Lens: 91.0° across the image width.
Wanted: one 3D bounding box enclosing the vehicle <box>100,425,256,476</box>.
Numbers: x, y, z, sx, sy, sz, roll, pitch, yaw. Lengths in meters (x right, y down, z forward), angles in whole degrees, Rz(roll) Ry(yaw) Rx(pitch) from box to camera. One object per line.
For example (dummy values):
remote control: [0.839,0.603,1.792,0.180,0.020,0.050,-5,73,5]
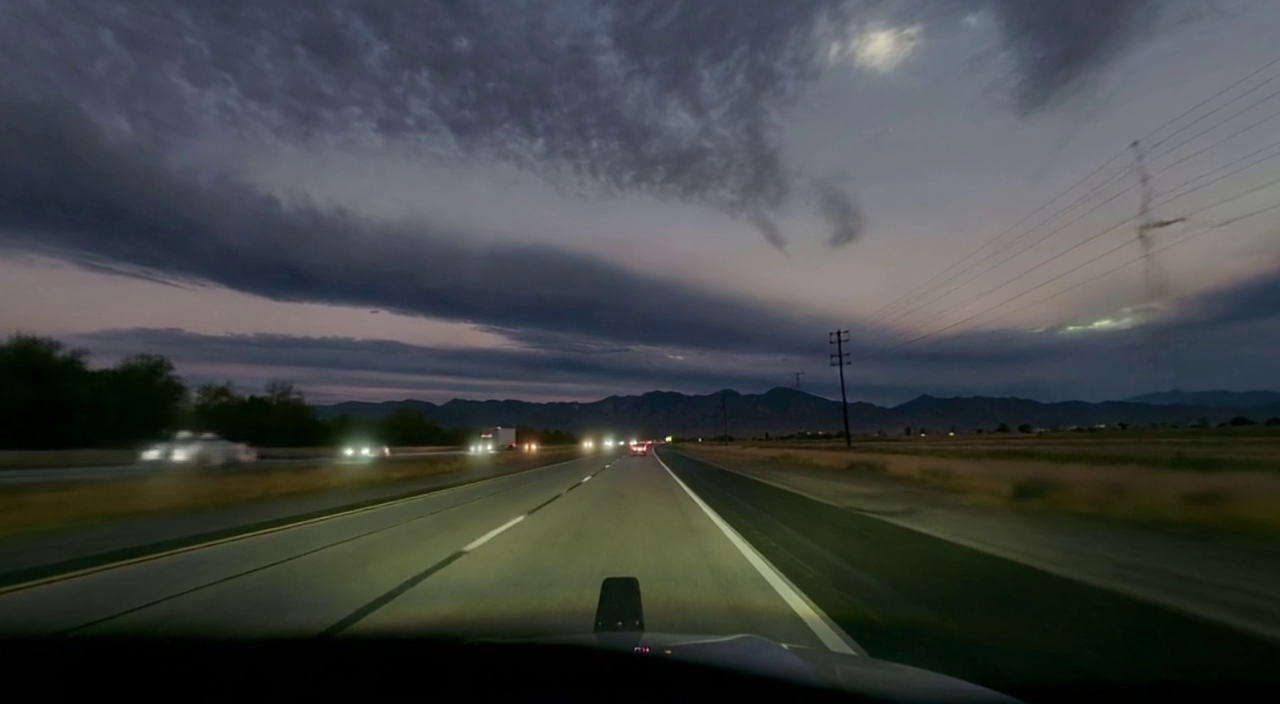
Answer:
vehicle: [-21.079,4.560,29.265,2.456,2.091,6.163,0,-8,1]
